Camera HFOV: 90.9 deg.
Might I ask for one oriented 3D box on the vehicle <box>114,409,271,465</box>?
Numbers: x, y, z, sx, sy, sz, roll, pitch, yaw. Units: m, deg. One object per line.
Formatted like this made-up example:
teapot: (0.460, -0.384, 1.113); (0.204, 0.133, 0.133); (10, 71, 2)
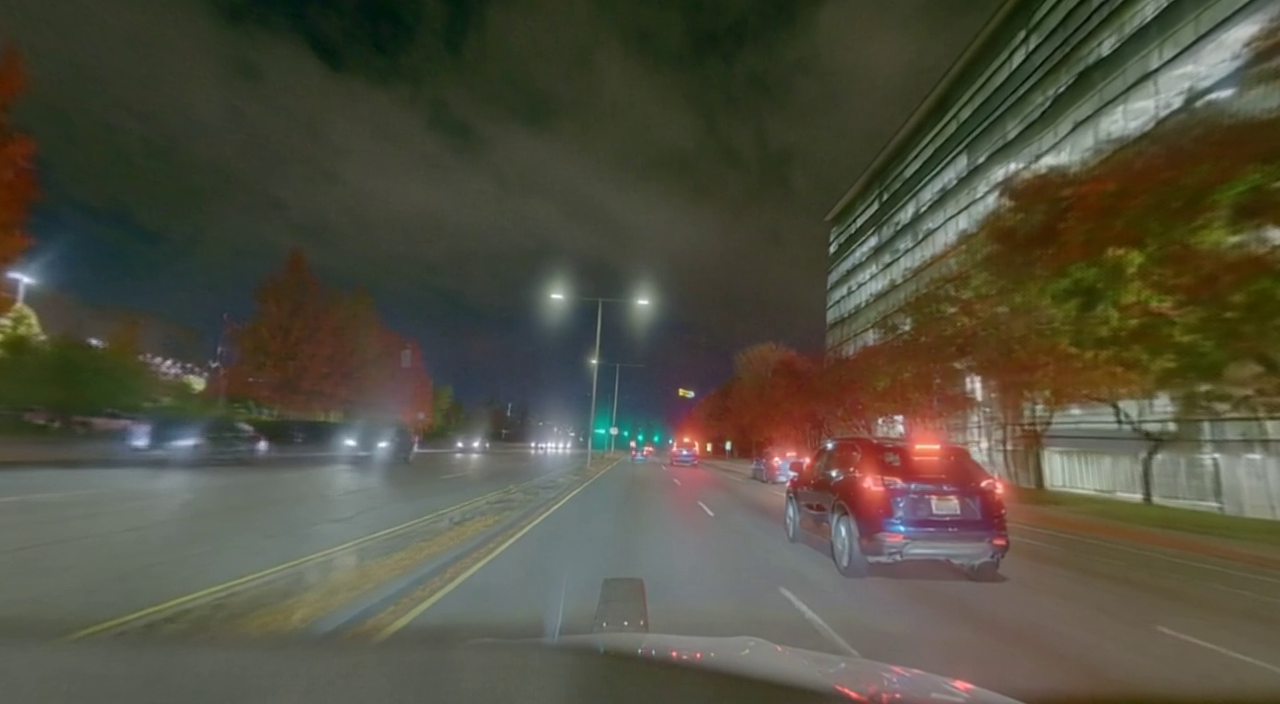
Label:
vehicle: (-15.550, 3.051, 22.342); (2.101, 1.738, 4.704); (0, -9, 0)

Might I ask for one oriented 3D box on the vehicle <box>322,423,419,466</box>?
vehicle: (-11.270, 3.928, 26.747); (2.122, 1.685, 4.358); (0, -9, 0)

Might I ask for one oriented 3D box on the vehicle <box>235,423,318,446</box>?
vehicle: (-27.129, 6.221, 47.184); (4.787, 1.664, 2.211); (0, -9, -1)

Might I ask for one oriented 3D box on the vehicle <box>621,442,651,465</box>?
vehicle: (-0.254, 6.926, 43.282); (1.991, 1.477, 3.814); (0, -9, 0)

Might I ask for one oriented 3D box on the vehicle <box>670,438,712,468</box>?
vehicle: (3.221, 6.498, 40.712); (2.154, 1.844, 4.634); (0, -9, -2)

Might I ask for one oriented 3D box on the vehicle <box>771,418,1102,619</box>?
vehicle: (2.896, 1.690, 7.293); (1.901, 1.634, 3.896); (1, -9, 0)

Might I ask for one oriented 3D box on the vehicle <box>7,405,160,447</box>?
vehicle: (-27.120, 3.746, 31.122); (2.149, 1.809, 5.973); (-2, -9, 0)
